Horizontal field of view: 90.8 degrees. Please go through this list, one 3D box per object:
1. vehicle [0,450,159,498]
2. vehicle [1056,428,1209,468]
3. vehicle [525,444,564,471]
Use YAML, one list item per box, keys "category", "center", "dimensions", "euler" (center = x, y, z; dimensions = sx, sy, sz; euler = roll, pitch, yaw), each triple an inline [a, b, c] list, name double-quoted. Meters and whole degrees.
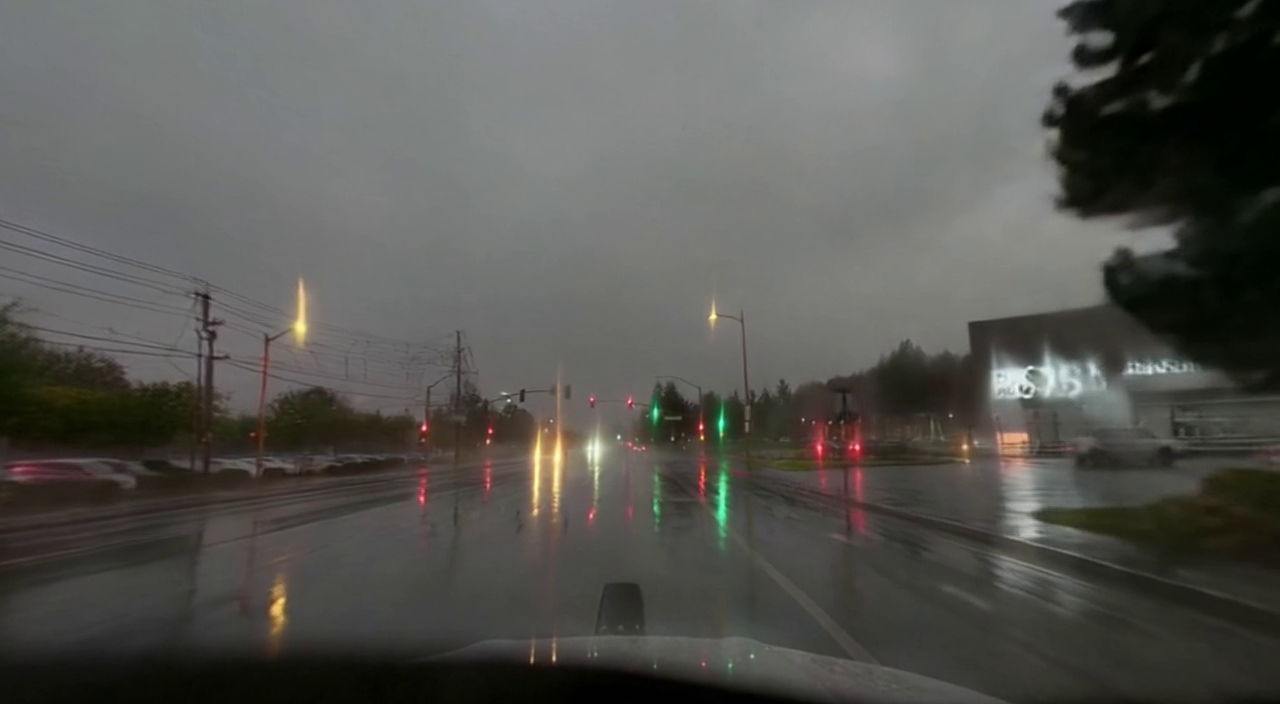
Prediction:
- category: "vehicle"
  center: [-25.118, 5.338, 27.862]
  dimensions: [5.763, 1.982, 2.425]
  euler: [0, -8, 1]
- category: "vehicle"
  center: [19.156, 3.733, 24.717]
  dimensions: [4.481, 1.482, 1.814]
  euler: [0, -9, -2]
- category: "vehicle"
  center: [-5.367, 5.982, 36.008]
  dimensions: [1.928, 1.451, 4.219]
  euler: [1, -9, -5]
